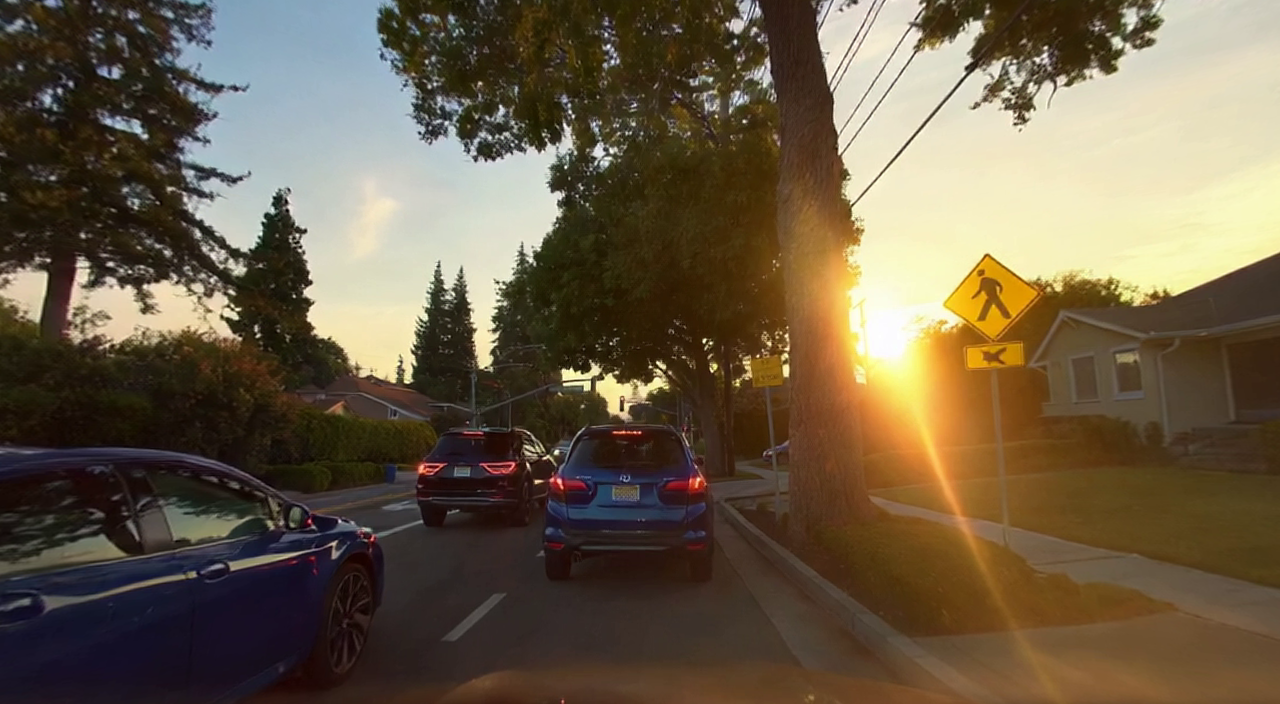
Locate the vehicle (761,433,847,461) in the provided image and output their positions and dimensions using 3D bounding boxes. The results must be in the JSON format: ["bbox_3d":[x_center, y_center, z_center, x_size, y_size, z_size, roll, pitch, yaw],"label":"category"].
[{"bbox_3d":[9.307,5.445,35.999,4.456,1.504,1.914,-1,-9,5],"label":"vehicle"}]

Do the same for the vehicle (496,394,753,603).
[{"bbox_3d":[-0.133,1.509,7.254,2.120,1.718,3.909,0,-9,0],"label":"vehicle"}]

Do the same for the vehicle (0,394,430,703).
[{"bbox_3d":[-2.865,1.054,3.089,1.968,1.472,4.685,0,-9,1],"label":"vehicle"}]
